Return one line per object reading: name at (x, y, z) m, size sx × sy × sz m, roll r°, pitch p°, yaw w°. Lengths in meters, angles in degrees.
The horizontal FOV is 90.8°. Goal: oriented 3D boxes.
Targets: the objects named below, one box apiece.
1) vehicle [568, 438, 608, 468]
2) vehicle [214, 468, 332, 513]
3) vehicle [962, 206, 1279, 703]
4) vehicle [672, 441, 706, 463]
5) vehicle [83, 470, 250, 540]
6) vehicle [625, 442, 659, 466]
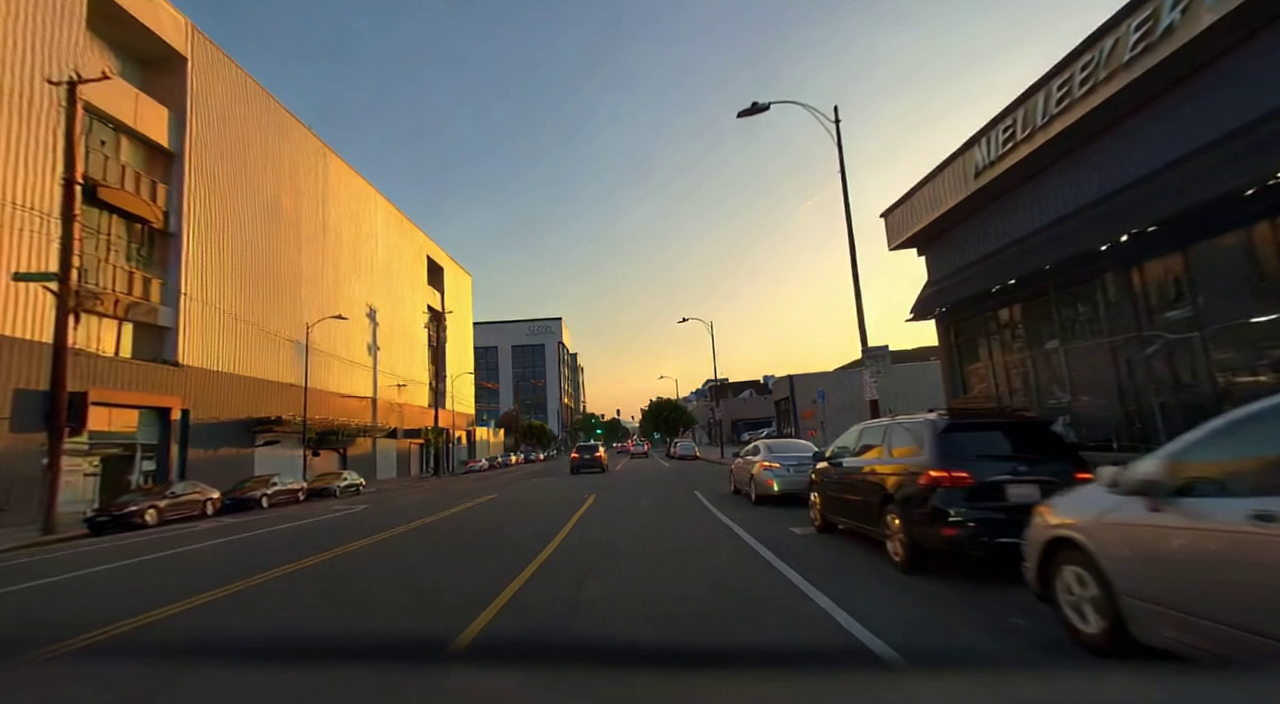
vehicle at (-3.420, 6.779, 42.537) m, size 2.348 × 1.831 × 4.737 m, roll 0°, pitch -8°, yaw -1°
vehicle at (-15.856, 5.974, 27.712) m, size 2.081 × 1.549 × 5.190 m, roll 0°, pitch -8°, yaw 0°
vehicle at (3.445, 0.336, 1.076) m, size 2.620 × 1.939 × 5.968 m, roll 0°, pitch -8°, yaw 0°
vehicle at (3.548, 7.337, 46.549) m, size 2.042 × 1.487 × 5.033 m, roll 0°, pitch -8°, yaw -1°
vehicle at (-15.553, 4.987, 21.187) m, size 1.957 × 1.534 × 5.028 m, roll -5°, pitch -7°, yaw -3°
vehicle at (0.058, 6.598, 41.018) m, size 2.099 × 1.470 × 4.270 m, roll 0°, pitch -8°, yaw -1°
